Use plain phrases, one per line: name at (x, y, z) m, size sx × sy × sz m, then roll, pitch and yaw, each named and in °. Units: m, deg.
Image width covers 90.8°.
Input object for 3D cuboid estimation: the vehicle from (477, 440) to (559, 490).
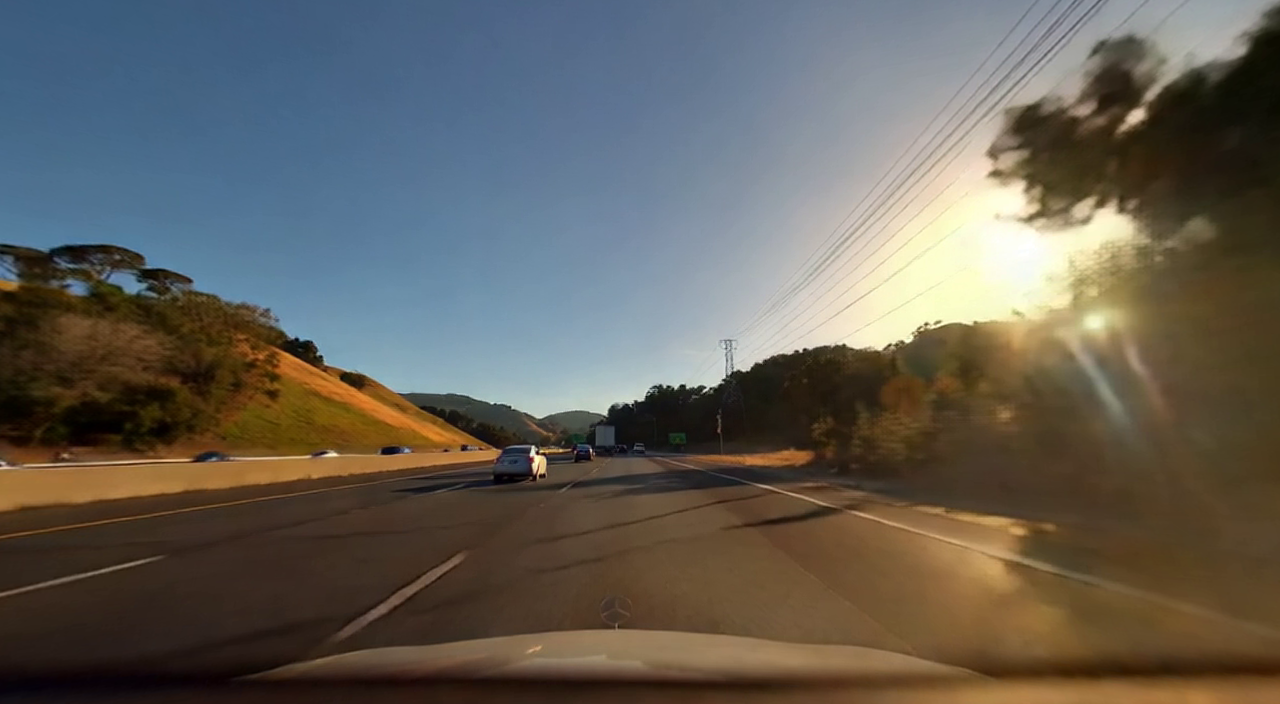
vehicle at (-4.097, 3.877, 22.015) m, size 1.963 × 1.533 × 4.477 m, roll 0°, pitch -9°, yaw 0°
